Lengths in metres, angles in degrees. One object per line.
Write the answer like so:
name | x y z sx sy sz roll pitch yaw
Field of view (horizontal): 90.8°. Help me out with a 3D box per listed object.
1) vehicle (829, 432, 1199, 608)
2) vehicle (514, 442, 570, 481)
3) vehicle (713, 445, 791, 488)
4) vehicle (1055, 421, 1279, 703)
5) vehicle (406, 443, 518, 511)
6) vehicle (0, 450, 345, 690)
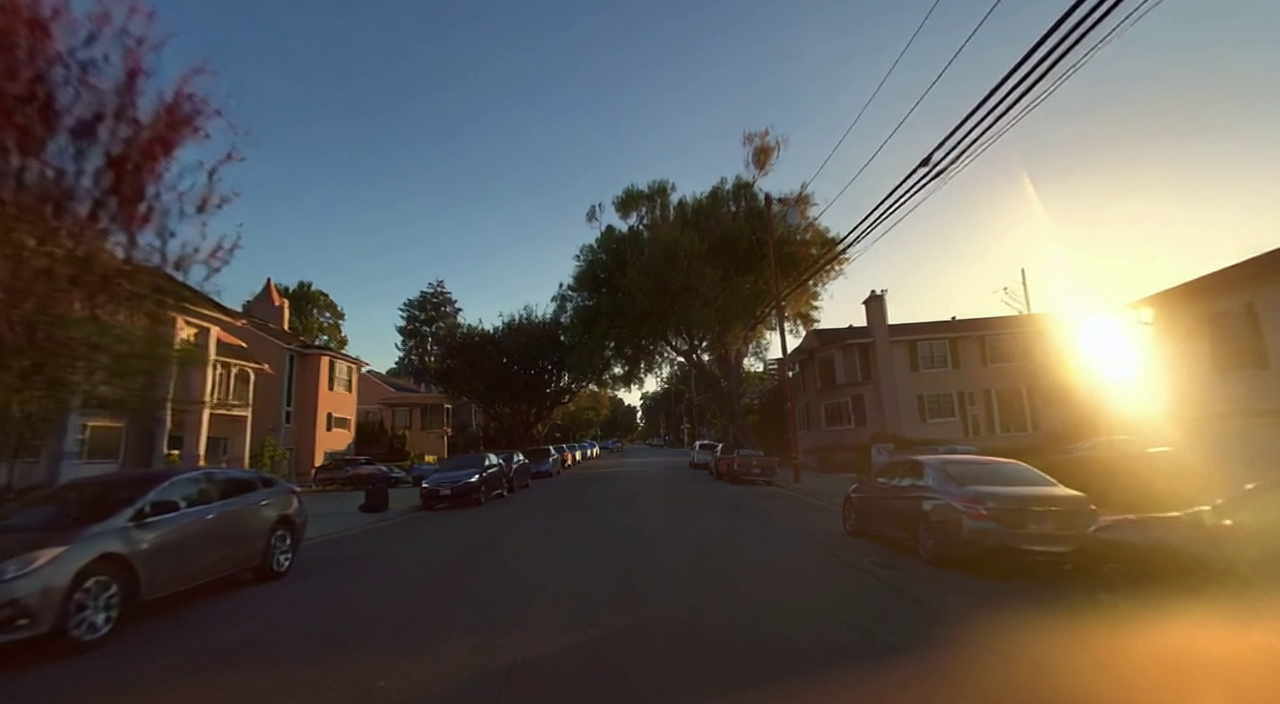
vehicle | 4.229 1.958 8.398 2.057 1.511 4.858 3 -9 1
vehicle | -5.218 5.916 34.503 2.184 1.958 5.757 0 -9 0
vehicle | 4.312 4.484 25.110 2.174 1.504 4.809 0 -9 0
vehicle | 4.442 1.133 3.146 1.864 1.592 4.221 0 -9 0
vehicle | -5.044 3.566 18.597 2.032 1.716 4.382 0 -9 0
vehicle | -5.144 1.760 6.357 2.109 1.501 4.522 0 -9 1
